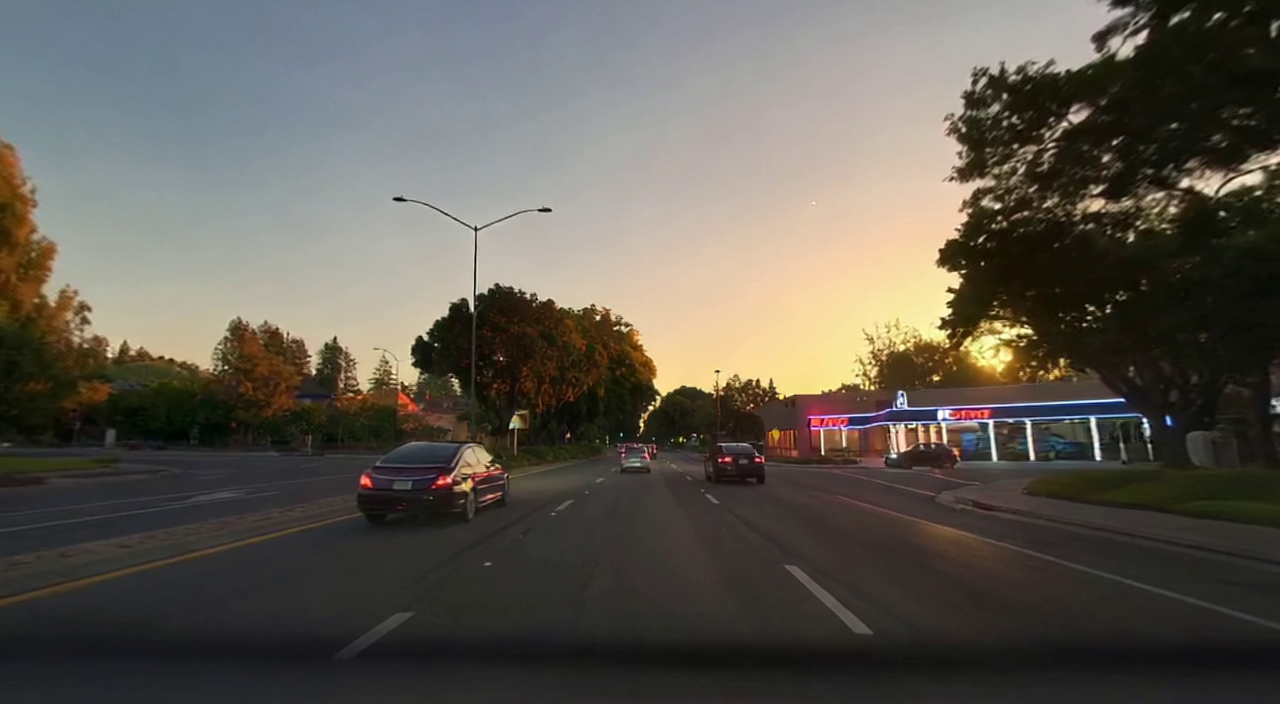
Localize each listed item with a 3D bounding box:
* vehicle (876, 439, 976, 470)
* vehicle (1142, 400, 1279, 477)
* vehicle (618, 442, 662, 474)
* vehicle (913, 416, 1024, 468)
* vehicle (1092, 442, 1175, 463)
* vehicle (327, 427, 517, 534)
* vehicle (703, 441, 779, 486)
[{"bbox_3d":[15.666,5.625,34.797,4.578,1.620,2.047,-2,-9,10],"label":"vehicle"},{"bbox_3d":[24.337,3.532,25.687,5.466,2.971,2.352,0,-9,3],"label":"vehicle"},{"bbox_3d":[0.051,5.295,31.740,2.059,1.477,4.216,0,-8,1],"label":"vehicle"},{"bbox_3d":[21.853,6.064,42.618,2.928,3.123,8.236,-1,-8,-1],"label":"vehicle"},{"bbox_3d":[34.370,6.983,43.935,4.212,1.423,1.764,-1,-8,2],"label":"vehicle"},{"bbox_3d":[-3.722,2.264,11.689,1.995,1.607,4.086,0,-8,1],"label":"vehicle"},{"bbox_3d":[3.612,4.076,23.372,2.012,1.462,4.400,0,-8,-1],"label":"vehicle"}]
